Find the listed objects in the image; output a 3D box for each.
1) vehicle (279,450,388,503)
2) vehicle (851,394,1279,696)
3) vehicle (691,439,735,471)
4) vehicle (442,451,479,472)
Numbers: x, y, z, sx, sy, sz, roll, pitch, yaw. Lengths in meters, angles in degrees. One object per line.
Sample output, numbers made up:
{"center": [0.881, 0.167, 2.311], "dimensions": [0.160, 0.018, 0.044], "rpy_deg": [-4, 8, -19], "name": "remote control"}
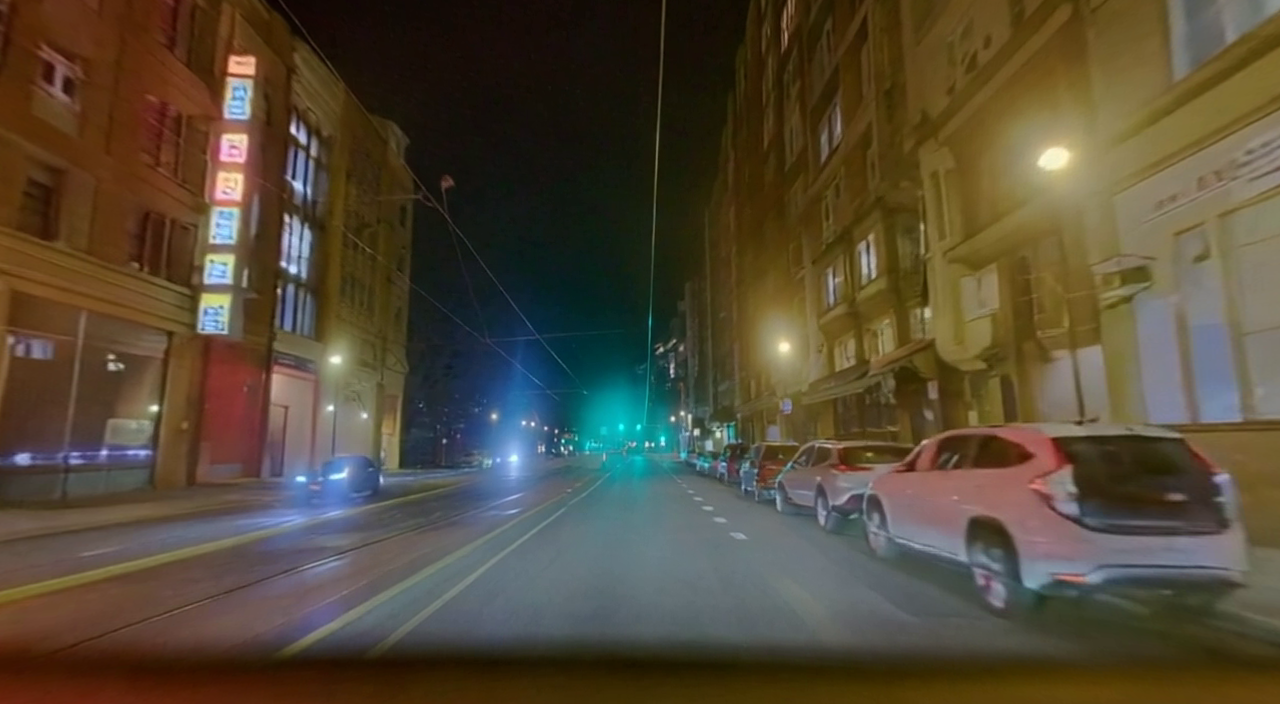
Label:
{"center": [-9.395, 3.809, 19.633], "dimensions": [1.877, 1.430, 3.712], "rpy_deg": [1, -8, -7], "name": "vehicle"}
{"center": [3.504, 1.336, 5.507], "dimensions": [1.903, 1.596, 4.144], "rpy_deg": [-1, -8, 1], "name": "vehicle"}
{"center": [4.007, 5.772, 35.319], "dimensions": [2.051, 1.656, 3.989], "rpy_deg": [-1, -8, 1], "name": "vehicle"}
{"center": [-13.412, 8.181, 47.293], "dimensions": [1.954, 1.445, 4.432], "rpy_deg": [1, -8, -6], "name": "vehicle"}
